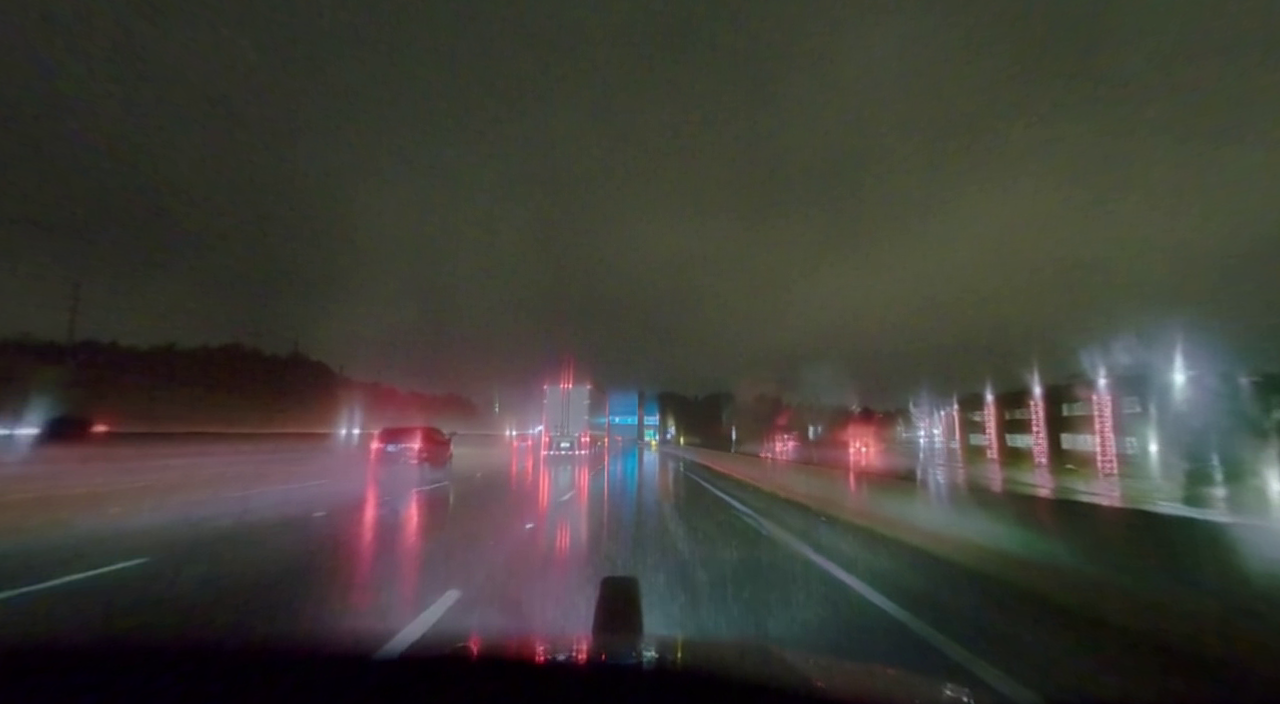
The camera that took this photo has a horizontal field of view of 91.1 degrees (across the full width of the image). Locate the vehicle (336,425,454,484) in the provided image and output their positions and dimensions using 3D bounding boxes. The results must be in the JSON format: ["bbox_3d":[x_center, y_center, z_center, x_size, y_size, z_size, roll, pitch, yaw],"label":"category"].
[{"bbox_3d":[-7.750,3.255,20.410,2.075,1.691,4.431,0,-8,-1],"label":"vehicle"}]

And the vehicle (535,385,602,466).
[{"bbox_3d":[-4.005,4.589,37.893,3.002,3.987,12.477,-2,-8,-2],"label":"vehicle"}]
